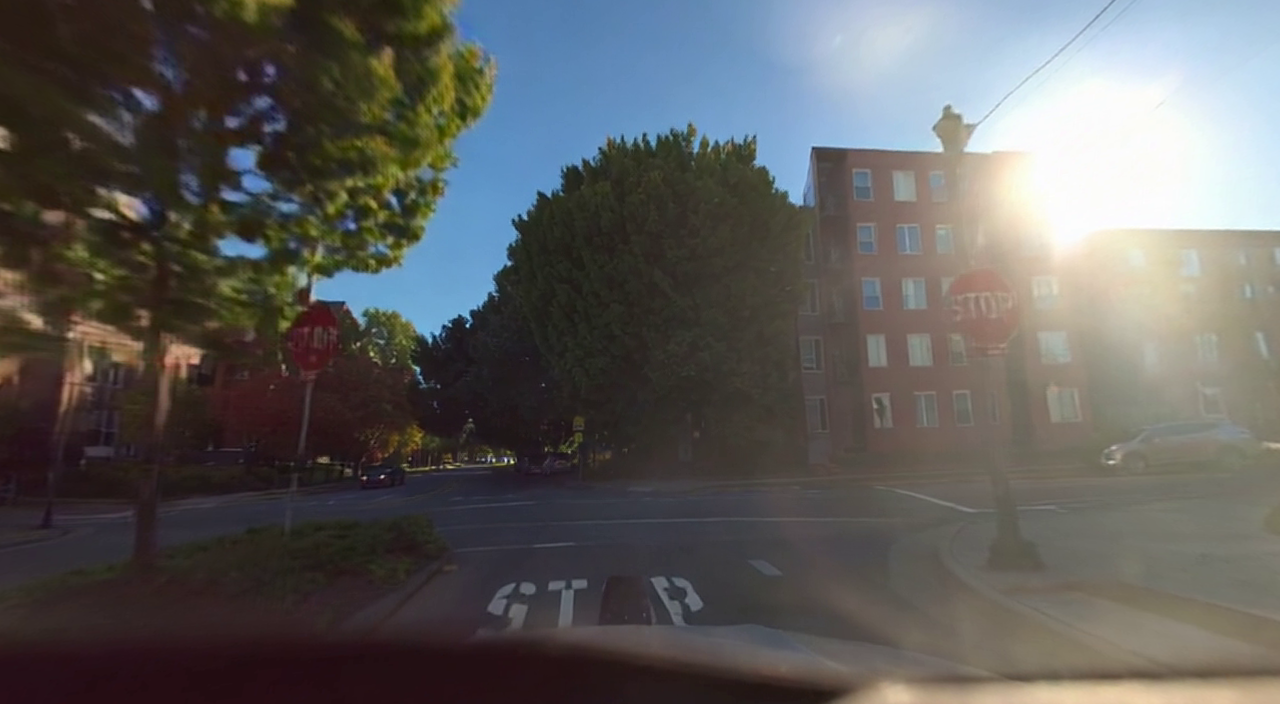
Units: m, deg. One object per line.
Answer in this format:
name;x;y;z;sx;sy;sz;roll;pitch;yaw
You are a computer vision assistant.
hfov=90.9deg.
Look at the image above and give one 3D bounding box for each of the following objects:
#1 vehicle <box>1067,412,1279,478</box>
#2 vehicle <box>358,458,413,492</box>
vehicle;18.433;3.283;22.027;5.213;1.850;2.126;-4;-10;4
vehicle;-13.565;6.537;33.821;2.027;1.475;4.522;1;-8;-13
